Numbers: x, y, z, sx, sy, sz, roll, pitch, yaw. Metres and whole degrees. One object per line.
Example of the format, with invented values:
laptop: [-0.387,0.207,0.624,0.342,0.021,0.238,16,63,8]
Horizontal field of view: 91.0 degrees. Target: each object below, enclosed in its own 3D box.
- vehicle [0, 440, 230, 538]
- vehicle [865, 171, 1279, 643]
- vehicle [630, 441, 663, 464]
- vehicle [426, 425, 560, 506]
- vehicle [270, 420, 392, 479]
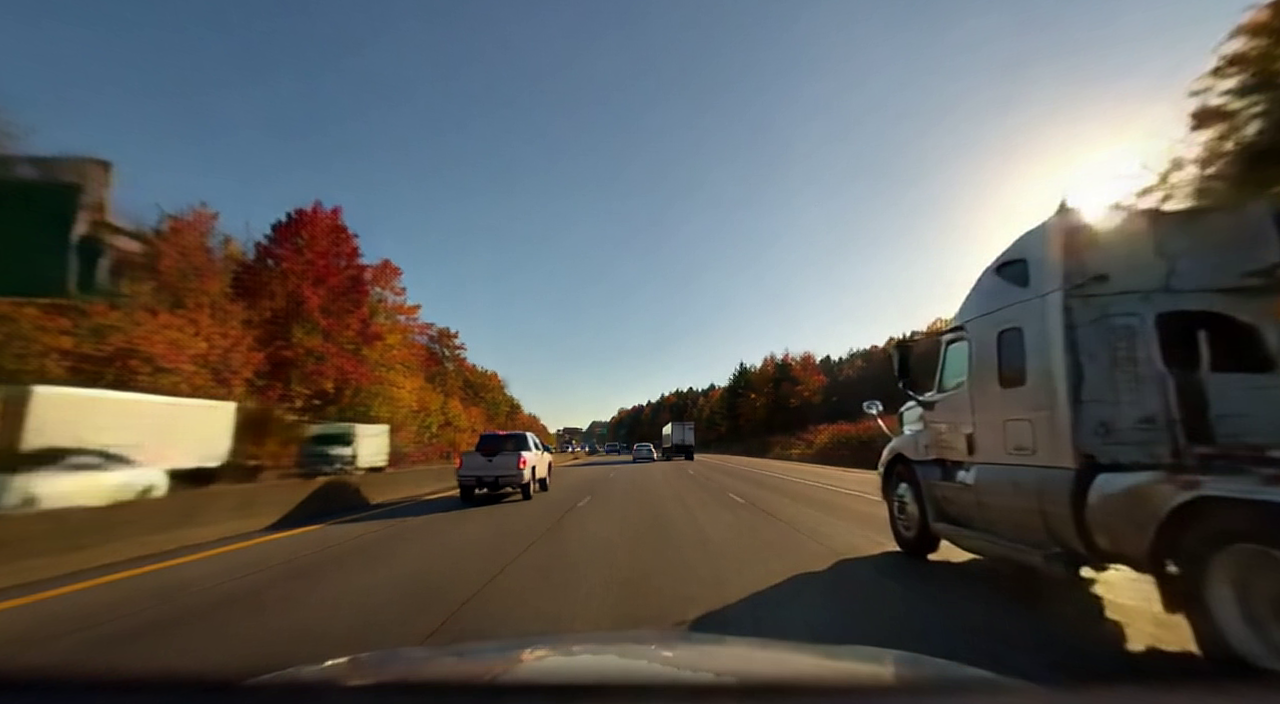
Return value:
vehicle: [-10.234,2.429,11.909,1.957,1.488,4.351,0,-8,1]
vehicle: [4.702,0.577,6.565,3.306,3.639,3.451,0,-8,0]
vehicle: [0.447,6.907,43.273,2.152,1.484,4.211,0,-8,1]
vehicle: [-3.377,2.725,15.533,2.077,1.669,4.739,0,-8,1]
vehicle: [-13.873,4.435,28.851,2.432,2.411,5.950,0,-8,1]
